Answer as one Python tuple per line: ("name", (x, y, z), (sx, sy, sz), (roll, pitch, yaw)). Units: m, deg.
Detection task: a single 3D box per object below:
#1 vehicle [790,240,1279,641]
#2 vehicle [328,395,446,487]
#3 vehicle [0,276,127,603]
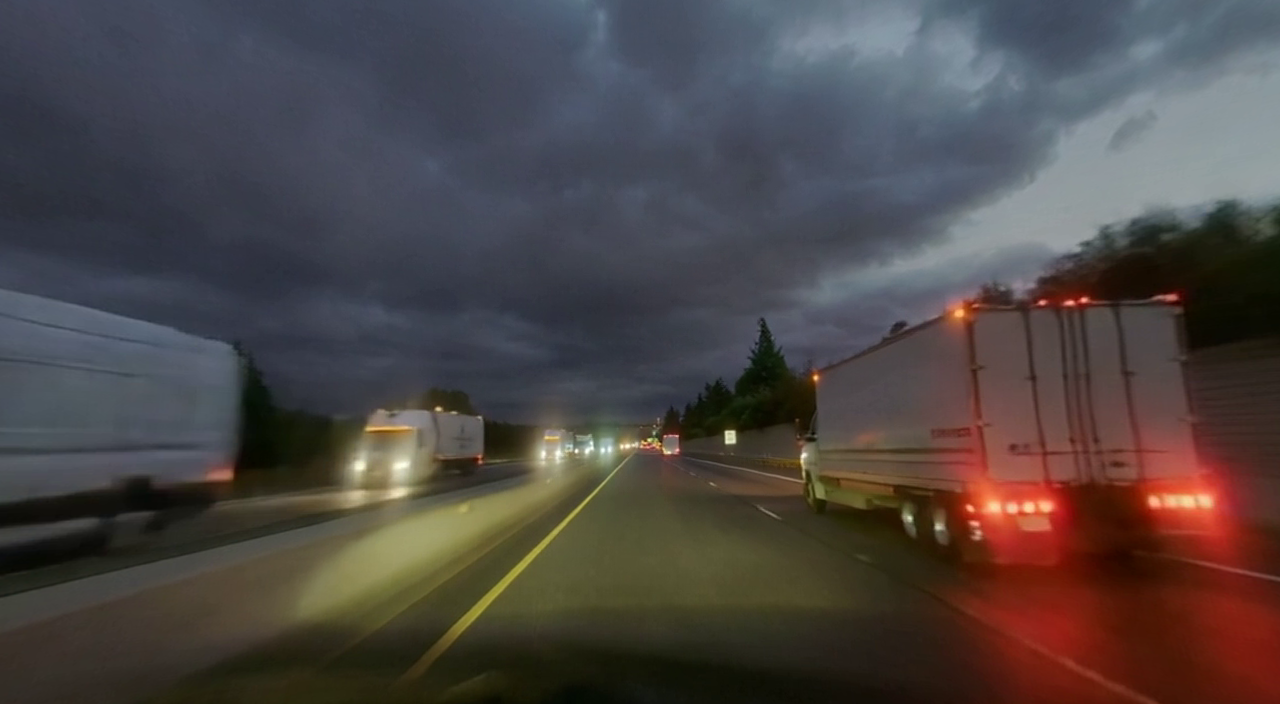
("vehicle", (4.053, 1.076, 7.823), (2.449, 2.805, 6.763), (0, -9, -2))
("vehicle", (-12.600, 4.588, 32.183), (3.164, 4.219, 6.685), (0, -9, 0))
("vehicle", (-8.463, 0.656, 4.864), (2.965, 3.546, 7.119), (-1, -9, -2))
